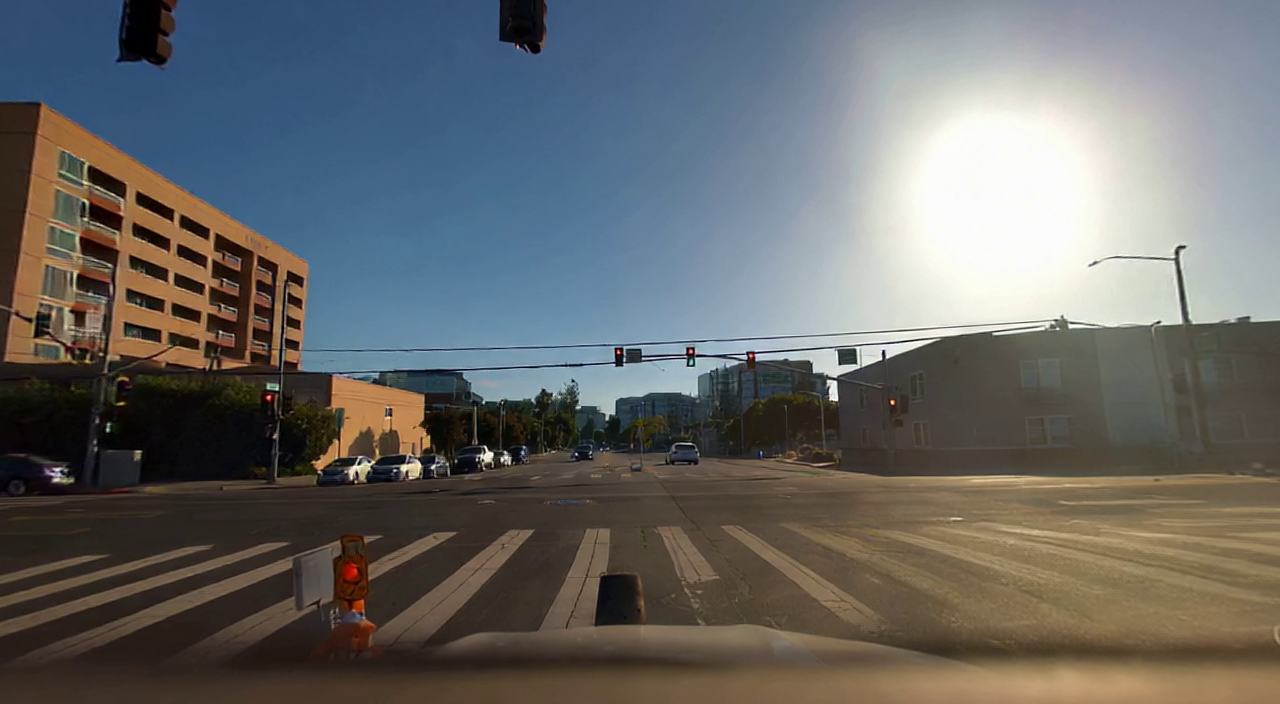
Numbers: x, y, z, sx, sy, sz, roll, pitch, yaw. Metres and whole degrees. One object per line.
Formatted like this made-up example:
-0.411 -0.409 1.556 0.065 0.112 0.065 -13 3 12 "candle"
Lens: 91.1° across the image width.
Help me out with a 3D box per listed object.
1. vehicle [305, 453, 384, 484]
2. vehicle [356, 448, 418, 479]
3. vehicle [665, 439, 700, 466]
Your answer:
-16.092 6.364 34.494 2.055 1.506 4.663 0 -9 -1 "vehicle"
-16.183 7.107 40.444 1.960 1.819 5.018 0 -9 -1 "vehicle"
3.143 7.573 47.315 2.258 1.888 4.793 0 -9 0 "vehicle"
